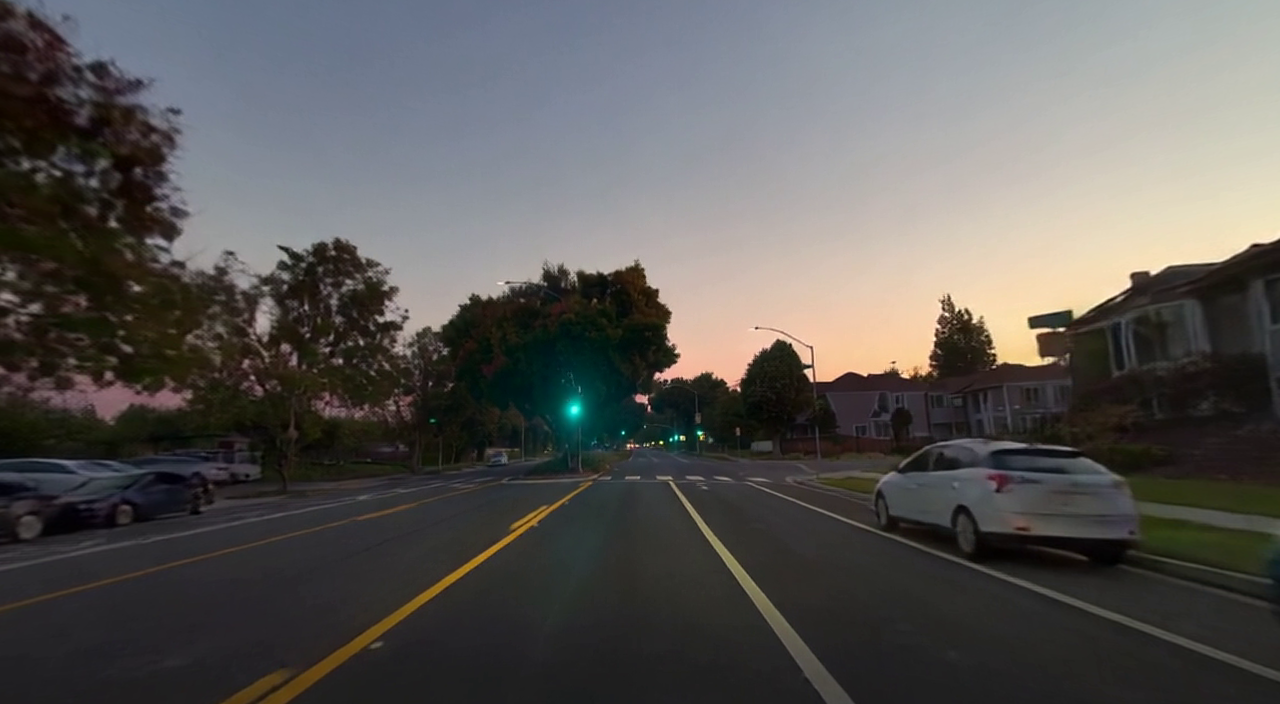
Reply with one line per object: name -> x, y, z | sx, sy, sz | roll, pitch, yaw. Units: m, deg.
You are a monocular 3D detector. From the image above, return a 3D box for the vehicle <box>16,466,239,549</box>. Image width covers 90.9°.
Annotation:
vehicle -> -12.504, 3.774, 15.882 | 1.851, 1.472, 4.532 | -2, -7, 0

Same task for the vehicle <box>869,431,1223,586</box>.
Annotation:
vehicle -> 4.862, 1.888, 8.538 | 1.915, 1.521, 4.375 | 0, -8, 1

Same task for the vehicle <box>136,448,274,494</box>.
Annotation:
vehicle -> -20.766, 5.689, 30.279 | 5.039, 2.037, 2.093 | -1, -8, 1
